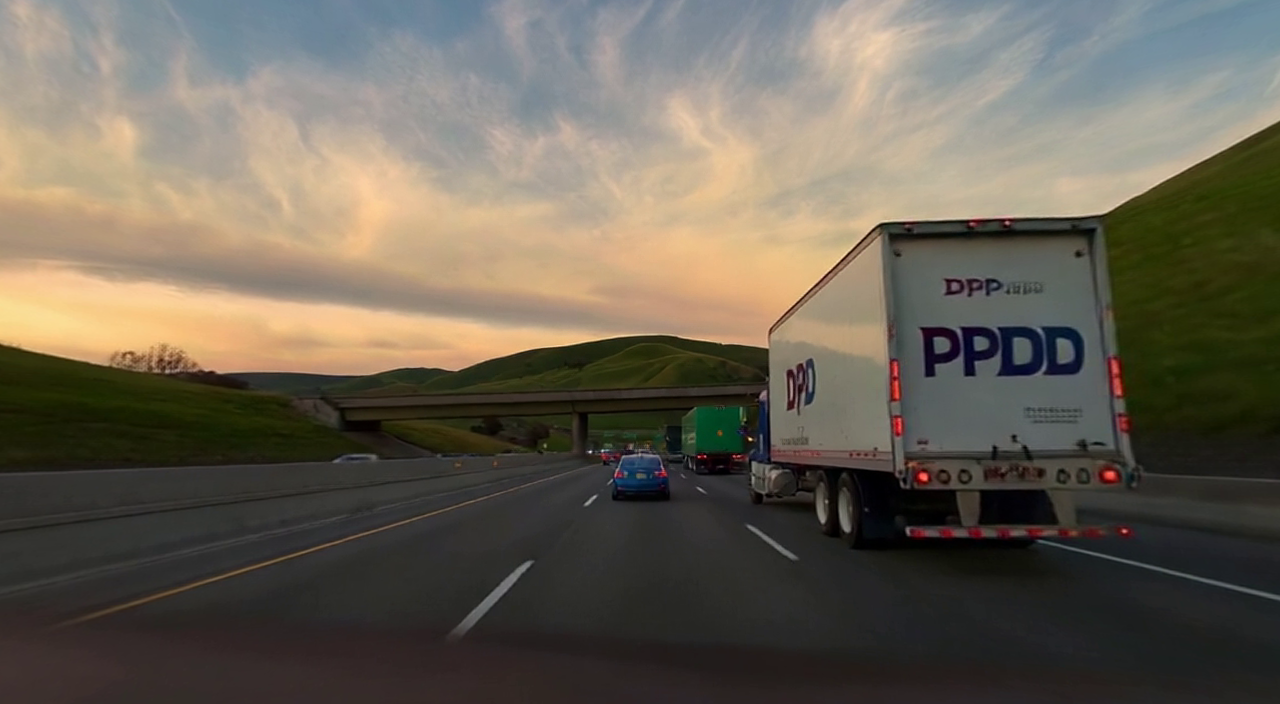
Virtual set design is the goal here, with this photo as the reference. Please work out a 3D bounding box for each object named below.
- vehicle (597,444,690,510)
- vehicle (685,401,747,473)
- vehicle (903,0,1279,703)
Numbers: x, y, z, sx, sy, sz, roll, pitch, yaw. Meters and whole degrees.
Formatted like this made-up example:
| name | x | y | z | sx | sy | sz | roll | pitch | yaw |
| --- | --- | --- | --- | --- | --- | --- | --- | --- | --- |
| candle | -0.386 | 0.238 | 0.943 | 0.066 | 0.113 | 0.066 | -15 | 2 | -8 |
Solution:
| name | x | y | z | sx | sy | sz | roll | pitch | yaw |
| --- | --- | --- | --- | --- | --- | --- | --- | --- | --- |
| vehicle | 0.068 | 3.041 | 15.760 | 2.029 | 1.437 | 3.794 | 0 | -9 | 0 |
| vehicle | 4.543 | 5.420 | 39.615 | 2.801 | 4.039 | 8.684 | 0 | -9 | 0 |
| vehicle | 4.107 | -0.205 | 2.139 | 2.802 | 3.956 | 8.291 | 0 | -9 | 0 |
